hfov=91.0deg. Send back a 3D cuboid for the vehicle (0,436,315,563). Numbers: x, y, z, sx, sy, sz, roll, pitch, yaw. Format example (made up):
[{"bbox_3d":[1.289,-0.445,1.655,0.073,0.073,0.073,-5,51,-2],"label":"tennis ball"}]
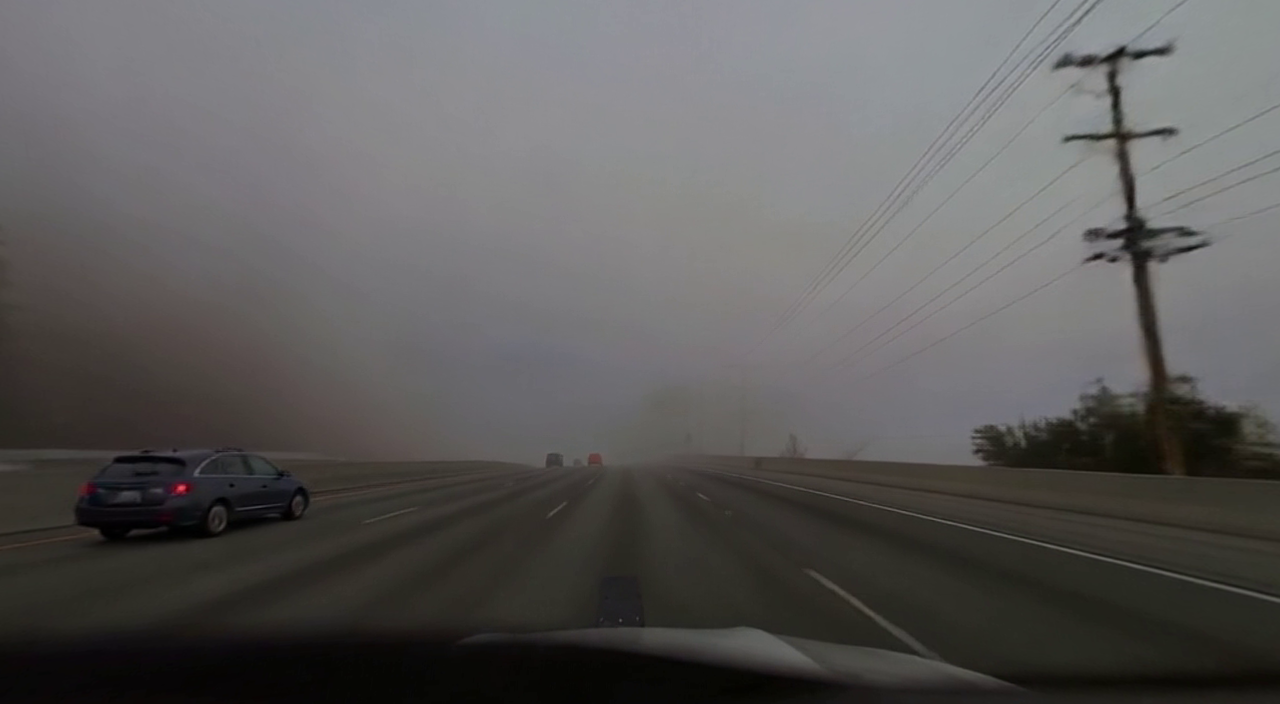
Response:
[{"bbox_3d":[-7.238,2.125,9.853,1.999,1.527,4.238,0,-9,0],"label":"vehicle"}]
